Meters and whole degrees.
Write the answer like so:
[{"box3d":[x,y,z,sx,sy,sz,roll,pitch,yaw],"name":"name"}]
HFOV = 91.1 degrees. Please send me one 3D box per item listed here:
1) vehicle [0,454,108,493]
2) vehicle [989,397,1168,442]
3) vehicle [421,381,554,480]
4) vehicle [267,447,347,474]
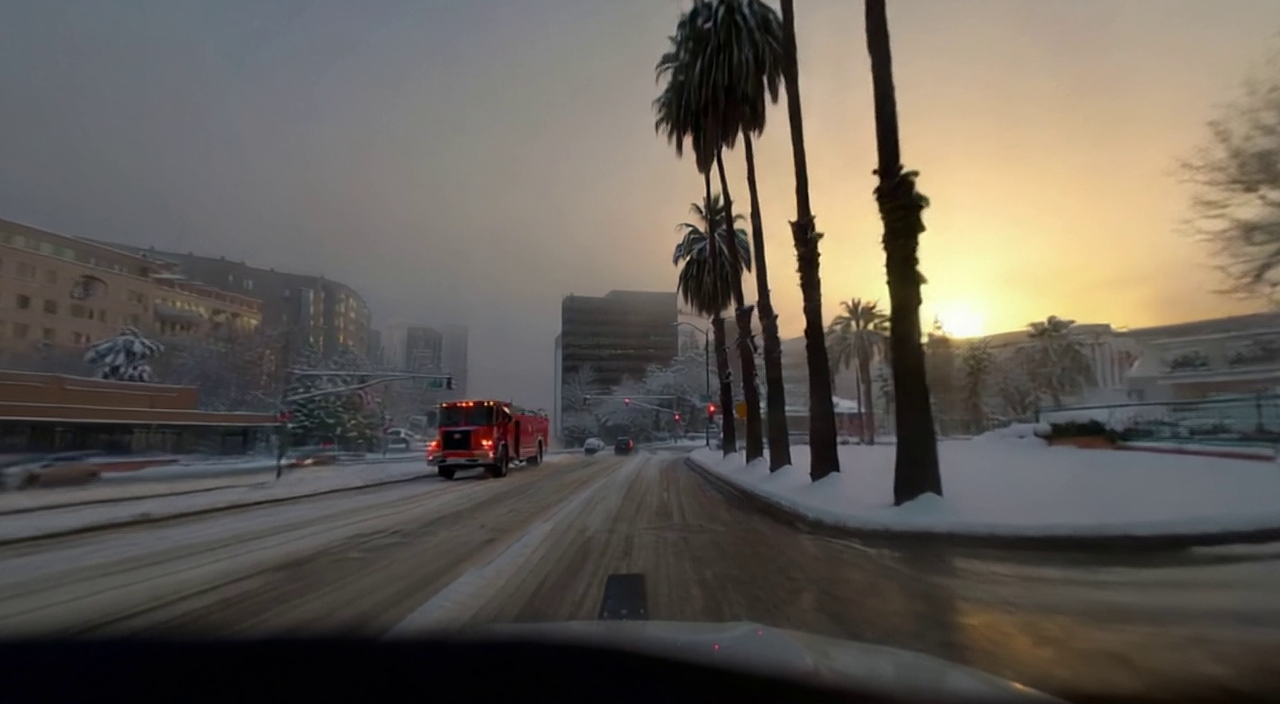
[{"box3d":[-26.148,5.197,27.274,1.919,1.496,4.613,-1,-9,2],"name":"vehicle"},{"box3d":[15.195,2.395,21.966,4.663,1.457,2.045,-1,-8,2],"name":"vehicle"},{"box3d":[-6.559,3.859,29.607,3.008,3.730,11.786,0,-9,1],"name":"vehicle"},{"box3d":[-21.181,6.924,40.214,2.052,1.594,5.203,-1,-9,3],"name":"vehicle"}]
